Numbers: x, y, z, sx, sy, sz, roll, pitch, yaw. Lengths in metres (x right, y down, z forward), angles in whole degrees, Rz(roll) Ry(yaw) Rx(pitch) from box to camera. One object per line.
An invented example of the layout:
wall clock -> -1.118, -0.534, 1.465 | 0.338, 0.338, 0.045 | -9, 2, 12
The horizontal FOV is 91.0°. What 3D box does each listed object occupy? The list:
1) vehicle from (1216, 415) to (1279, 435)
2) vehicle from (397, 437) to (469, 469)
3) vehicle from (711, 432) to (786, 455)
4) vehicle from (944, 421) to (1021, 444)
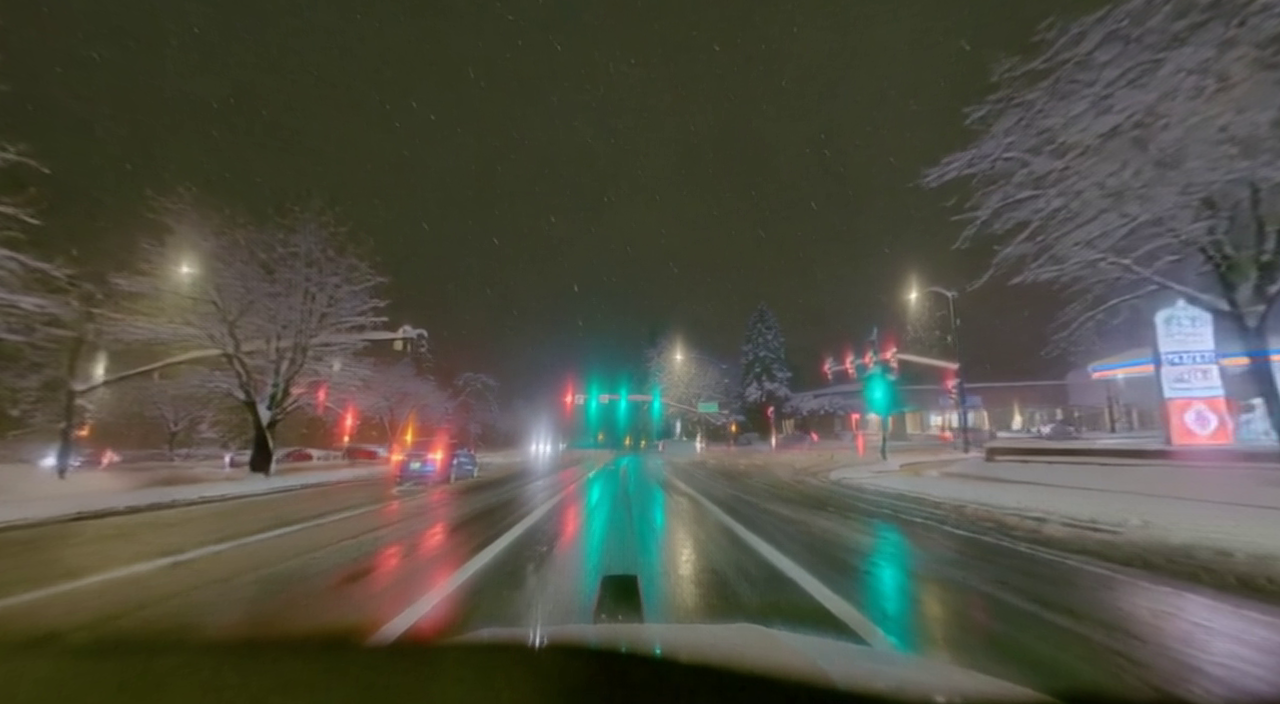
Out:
vehicle -> 47.300, 5.549, 47.979 | 4.849, 1.464, 1.777 | -1, -8, 3
vehicle -> -10.066, 4.926, 30.993 | 1.899, 1.460, 4.880 | 0, -8, 0
vehicle -> 7.476, 6.351, 43.690 | 4.885, 1.503, 1.845 | -1, -8, 3
vehicle -> 26.895, 6.362, 49.551 | 4.864, 1.566, 1.807 | -3, -8, 3
